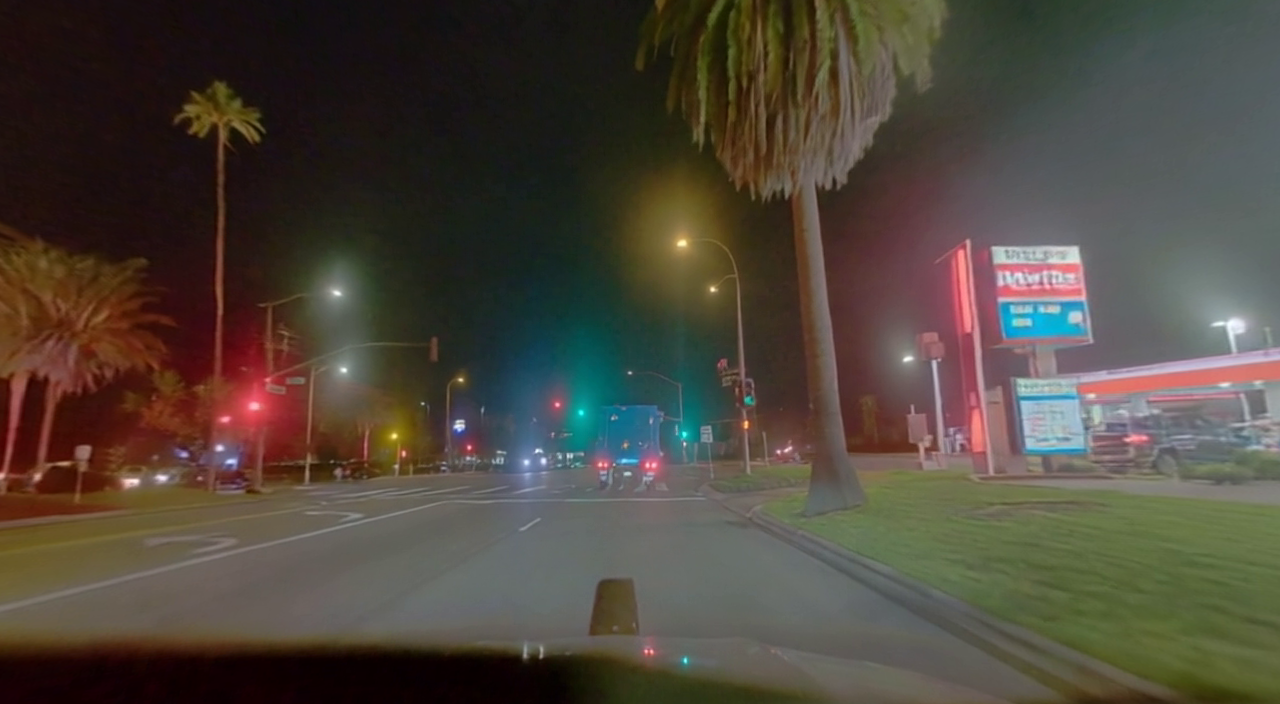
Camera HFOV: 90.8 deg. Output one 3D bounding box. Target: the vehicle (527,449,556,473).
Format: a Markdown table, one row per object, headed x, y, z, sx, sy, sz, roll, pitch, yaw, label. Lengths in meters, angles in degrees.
| x | y | z | sx | sy | sz | roll | pitch | yaw | label |
| --- | --- | --- | --- | --- | --- | --- | --- | --- | --- |
| -7.491 | 8.221 | 47.877 | 1.997 | 1.679 | 4.263 | 2 | -9 | -9 | vehicle |

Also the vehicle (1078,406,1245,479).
| x | y | z | sx | sy | sz | roll | pitch | yaw | label |
| --- | --- | --- | --- | --- | --- | --- | --- | --- | --- |
| 15.801 | 2.743 | 19.093 | 5.078 | 1.937 | 2.326 | 6 | -10 | -33 | vehicle |

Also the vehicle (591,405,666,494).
| x | y | z | sx | sy | sz | roll | pitch | yaw | label |
| --- | --- | --- | --- | --- | --- | --- | --- | --- | --- |
| -0.264 | 3.678 | 24.070 | 2.463 | 2.954 | 5.938 | 0 | -8 | 2 | vehicle |

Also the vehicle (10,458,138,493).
| x | y | z | sx | sy | sz | roll | pitch | yaw | label |
| --- | --- | --- | --- | --- | --- | --- | --- | --- | --- |
| -28.118 | 6.125 | 31.602 | 4.303 | 1.567 | 2.021 | 5 | -10 | -30 | vehicle |
